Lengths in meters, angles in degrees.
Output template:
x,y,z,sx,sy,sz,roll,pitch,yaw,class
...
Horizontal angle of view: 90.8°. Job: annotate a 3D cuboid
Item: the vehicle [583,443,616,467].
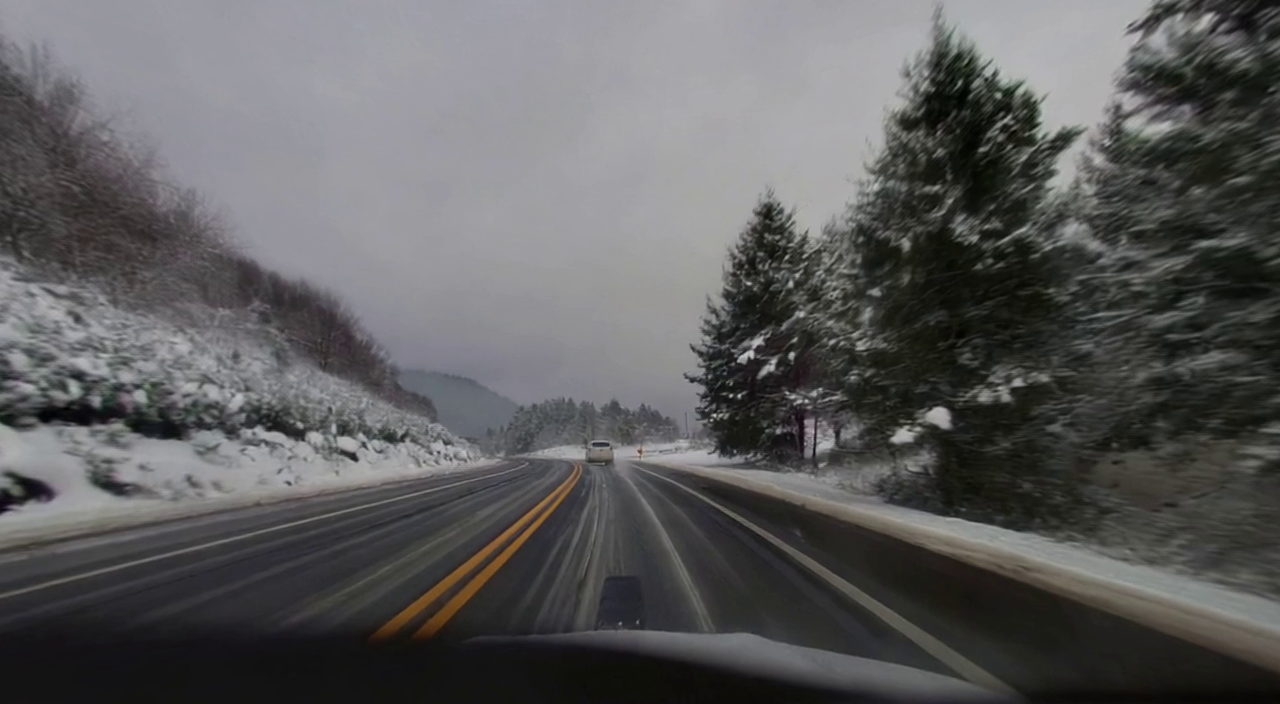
x,y,z,sx,sy,sz,roll,pitch,yaw,class
-3.154,7.898,48.496,2.195,1.749,4.260,1,-9,-7,vehicle
